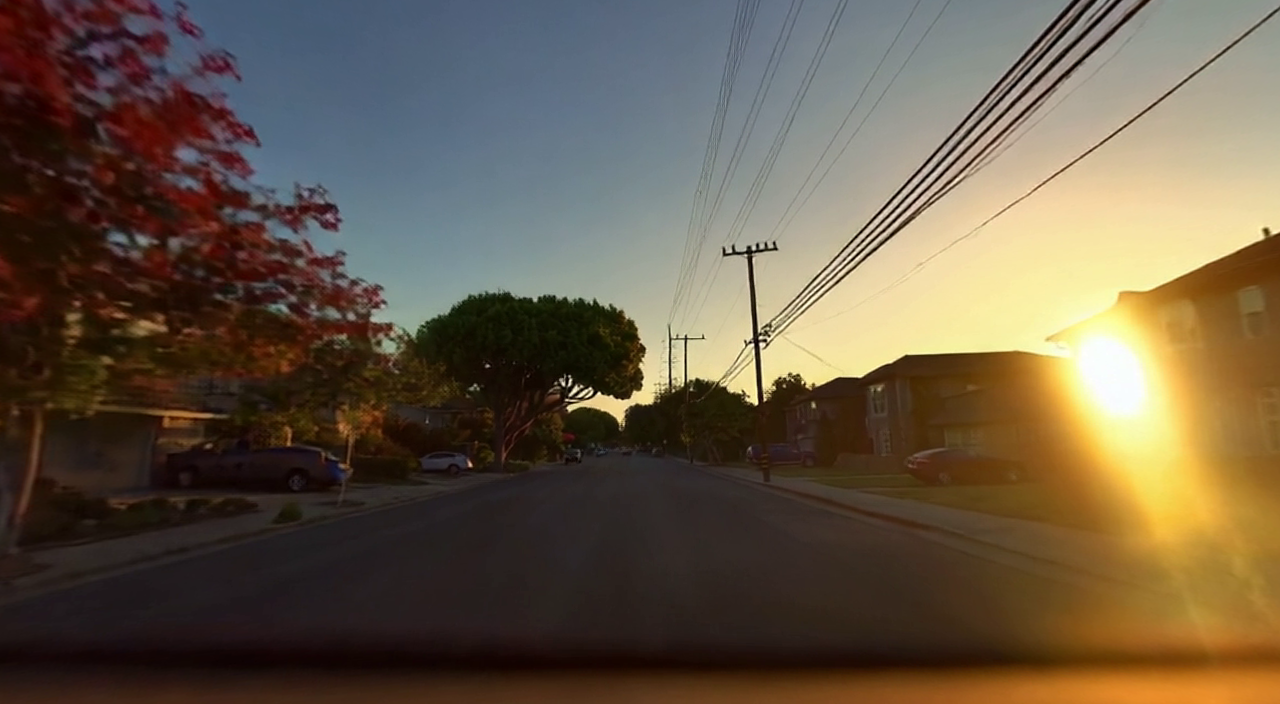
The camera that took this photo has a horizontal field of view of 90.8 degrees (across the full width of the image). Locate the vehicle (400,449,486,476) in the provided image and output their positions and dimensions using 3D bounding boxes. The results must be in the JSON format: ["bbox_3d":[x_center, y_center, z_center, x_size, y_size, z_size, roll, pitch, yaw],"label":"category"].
[{"bbox_3d":[-11.284,6.369,36.429,4.371,1.482,1.954,0,-9,-3],"label":"vehicle"}]

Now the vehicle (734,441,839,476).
[{"bbox_3d":[9.061,6.643,39.582,5.890,1.896,2.459,-2,-9,-2],"label":"vehicle"}]
